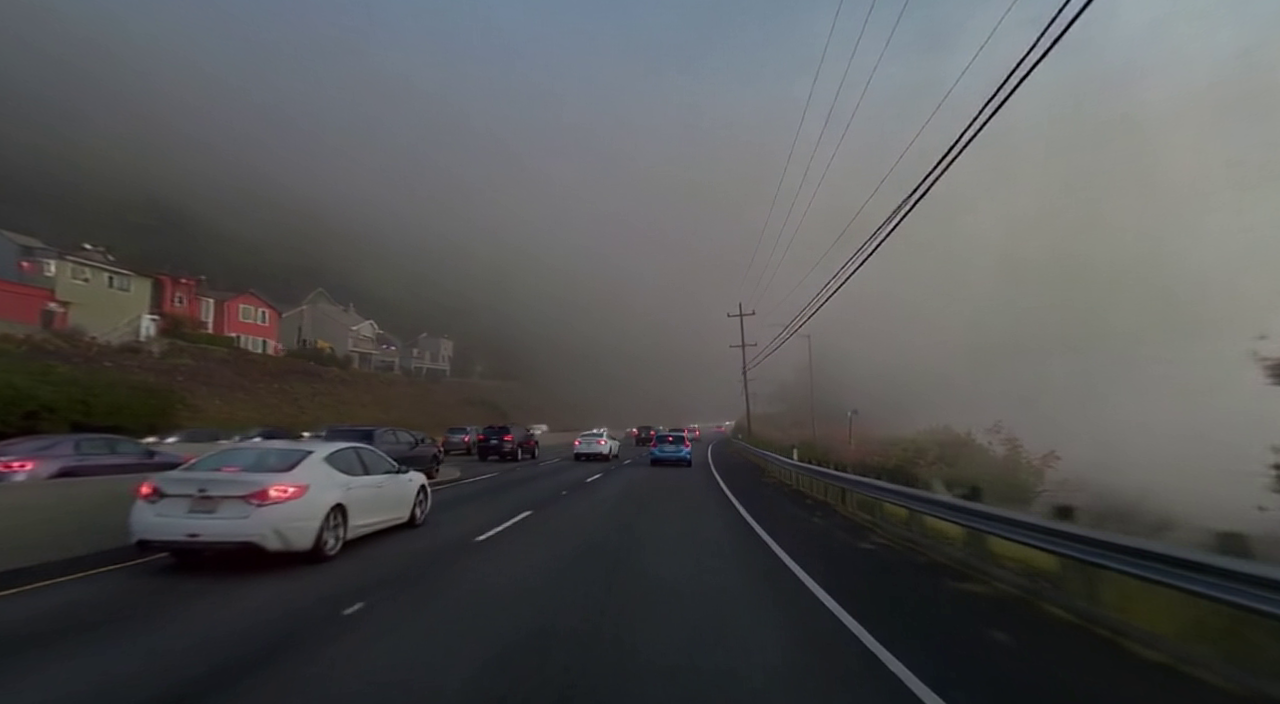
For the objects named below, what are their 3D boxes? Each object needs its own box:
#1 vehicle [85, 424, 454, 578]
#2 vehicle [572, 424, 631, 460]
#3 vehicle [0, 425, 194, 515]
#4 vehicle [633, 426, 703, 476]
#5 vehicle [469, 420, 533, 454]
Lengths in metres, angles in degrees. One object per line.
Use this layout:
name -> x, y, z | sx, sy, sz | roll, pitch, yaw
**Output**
vehicle -> -4.336, 1.804, 8.589 | 1.956, 1.478, 4.789 | -1, -8, 3
vehicle -> -1.849, 4.531, 31.700 | 2.121, 1.639, 4.383 | -1, -8, 8
vehicle -> -12.410, 2.443, 13.467 | 1.986, 1.622, 4.548 | -1, -8, 9
vehicle -> 0.989, 3.307, 21.236 | 2.109, 1.495, 3.935 | -1, -8, 4
vehicle -> -8.127, 5.066, 37.351 | 2.080, 1.833, 4.461 | -2, -9, 11
